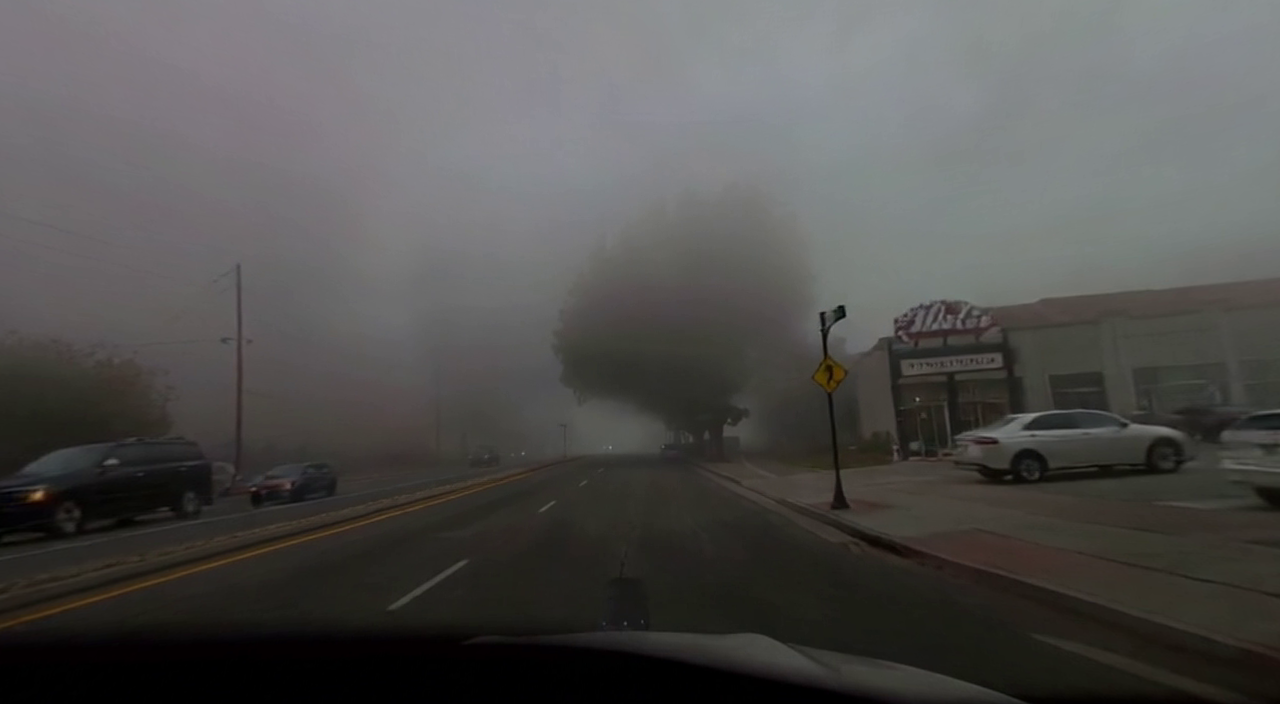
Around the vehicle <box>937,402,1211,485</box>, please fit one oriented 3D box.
[{"bbox_3d":[9.774,2.092,14.494,4.843,1.748,1.985,0,-9,-3],"label":"vehicle"}]

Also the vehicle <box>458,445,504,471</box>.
[{"bbox_3d":[-11.655,7.794,46.598,2.079,1.812,4.757,0,-9,1],"label":"vehicle"}]

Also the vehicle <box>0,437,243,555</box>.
[{"bbox_3d":[-11.715,2.916,13.773,2.228,1.976,5.857,0,-9,0],"label":"vehicle"}]
